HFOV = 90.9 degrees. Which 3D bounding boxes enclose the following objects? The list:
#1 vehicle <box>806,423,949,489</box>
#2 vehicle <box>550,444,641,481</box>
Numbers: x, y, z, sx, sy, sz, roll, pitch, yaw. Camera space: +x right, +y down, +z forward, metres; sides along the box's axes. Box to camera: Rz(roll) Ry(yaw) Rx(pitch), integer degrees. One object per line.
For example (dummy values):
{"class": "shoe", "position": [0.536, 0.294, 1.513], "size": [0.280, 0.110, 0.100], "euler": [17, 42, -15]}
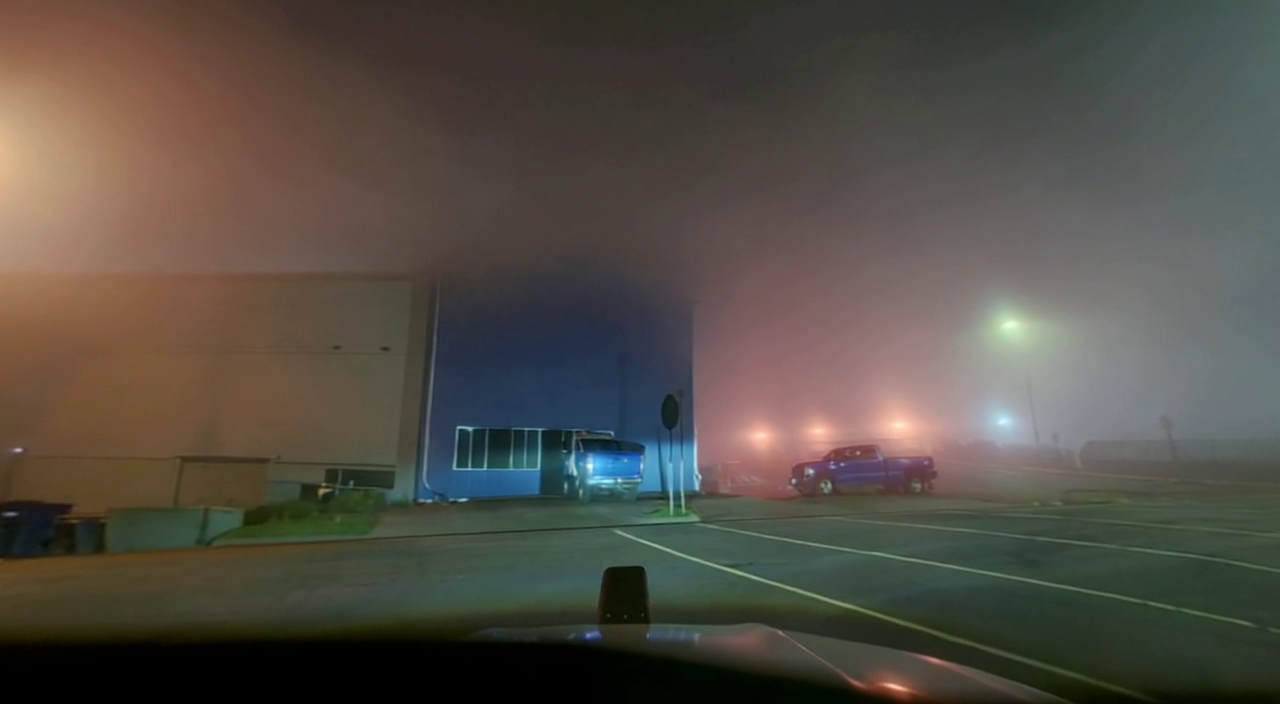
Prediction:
{"class": "vehicle", "position": [11.591, 5.088, 30.861], "size": [6.271, 3.004, 2.298], "euler": [3, -11, -17]}
{"class": "vehicle", "position": [-2.700, 6.608, 38.058], "size": [5.207, 2.103, 1.997], "euler": [2, -9, -15]}
